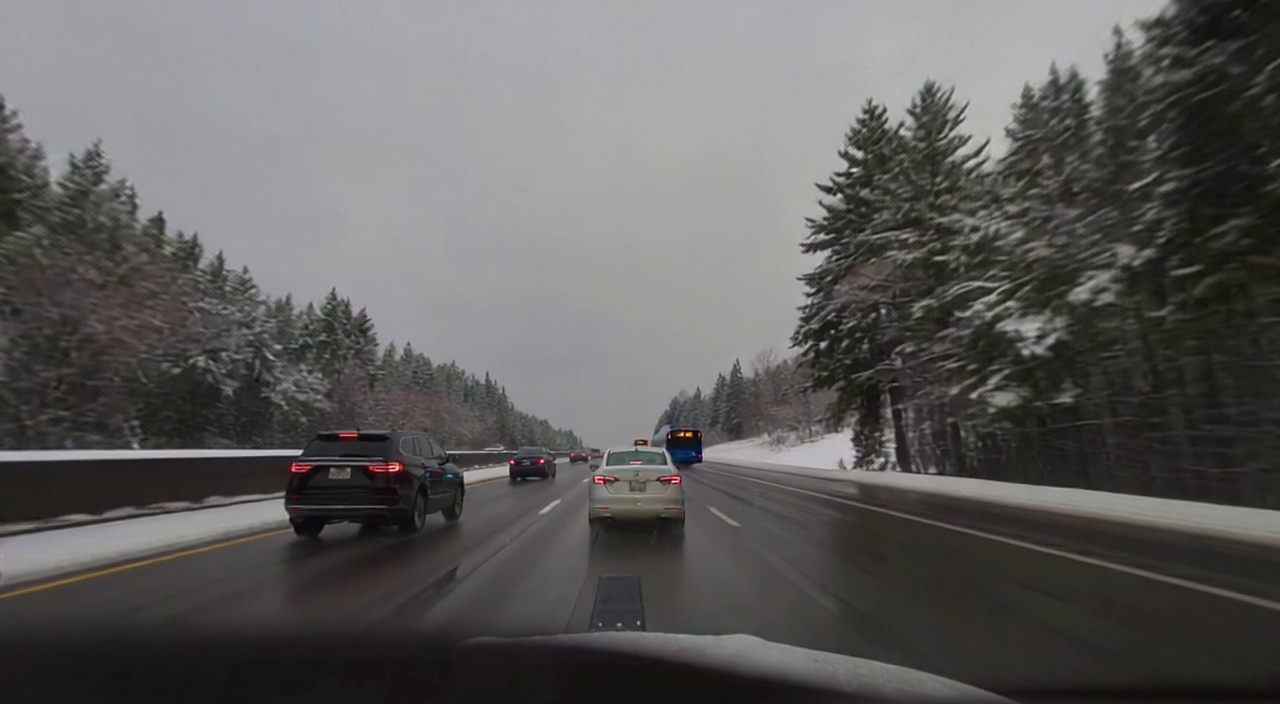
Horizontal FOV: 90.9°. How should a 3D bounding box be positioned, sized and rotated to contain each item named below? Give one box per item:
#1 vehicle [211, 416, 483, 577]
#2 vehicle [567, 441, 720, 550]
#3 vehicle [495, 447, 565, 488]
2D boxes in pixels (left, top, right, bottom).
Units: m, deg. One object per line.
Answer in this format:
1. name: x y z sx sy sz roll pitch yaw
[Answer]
1. vehicle: -3.667 1.875 8.895 1.830 1.703 4.142 0 -9 0
2. vehicle: -0.011 2.320 10.863 2.120 1.478 4.179 0 -9 -2
3. vehicle: -4.337 4.623 25.477 2.122 1.491 3.800 0 -9 0
